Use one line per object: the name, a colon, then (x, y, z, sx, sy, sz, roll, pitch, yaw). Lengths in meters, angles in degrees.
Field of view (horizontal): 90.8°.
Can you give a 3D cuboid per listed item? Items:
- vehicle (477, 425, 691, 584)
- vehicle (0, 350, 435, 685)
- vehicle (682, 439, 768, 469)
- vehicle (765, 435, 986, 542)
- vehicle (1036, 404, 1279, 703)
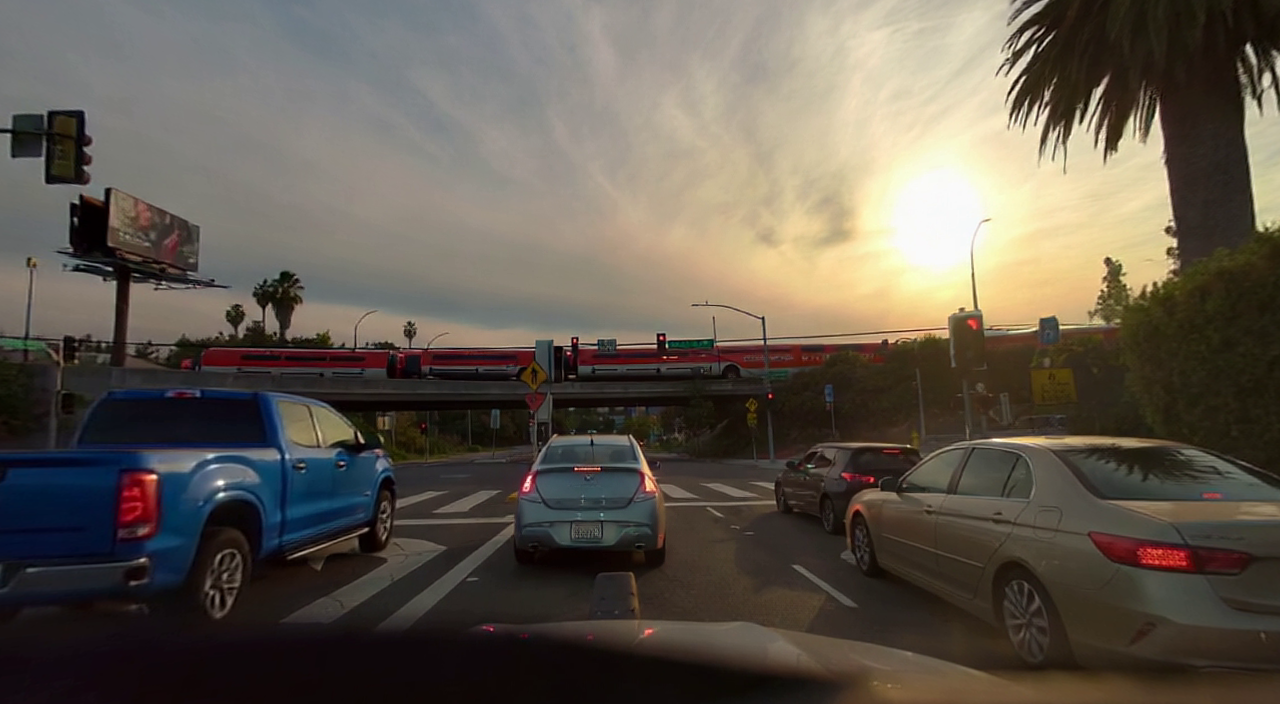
vehicle: (-0.636, 1.760, 8.136, 2.035, 1.491, 4.090, 0, -9, -3)
vehicle: (-3.889, 1.303, 6.236, 2.078, 1.838, 5.448, 0, -9, -2)
vehicle: (4.198, 5.137, 31.969, 1.878, 1.428, 4.416, 5, -10, -32)
vehicle: (3.706, 2.225, 11.017, 1.965, 1.448, 4.486, 0, -9, -2)
vehicle: (3.887, 0.891, 2.191, 2.052, 1.496, 4.541, 0, -9, 0)
